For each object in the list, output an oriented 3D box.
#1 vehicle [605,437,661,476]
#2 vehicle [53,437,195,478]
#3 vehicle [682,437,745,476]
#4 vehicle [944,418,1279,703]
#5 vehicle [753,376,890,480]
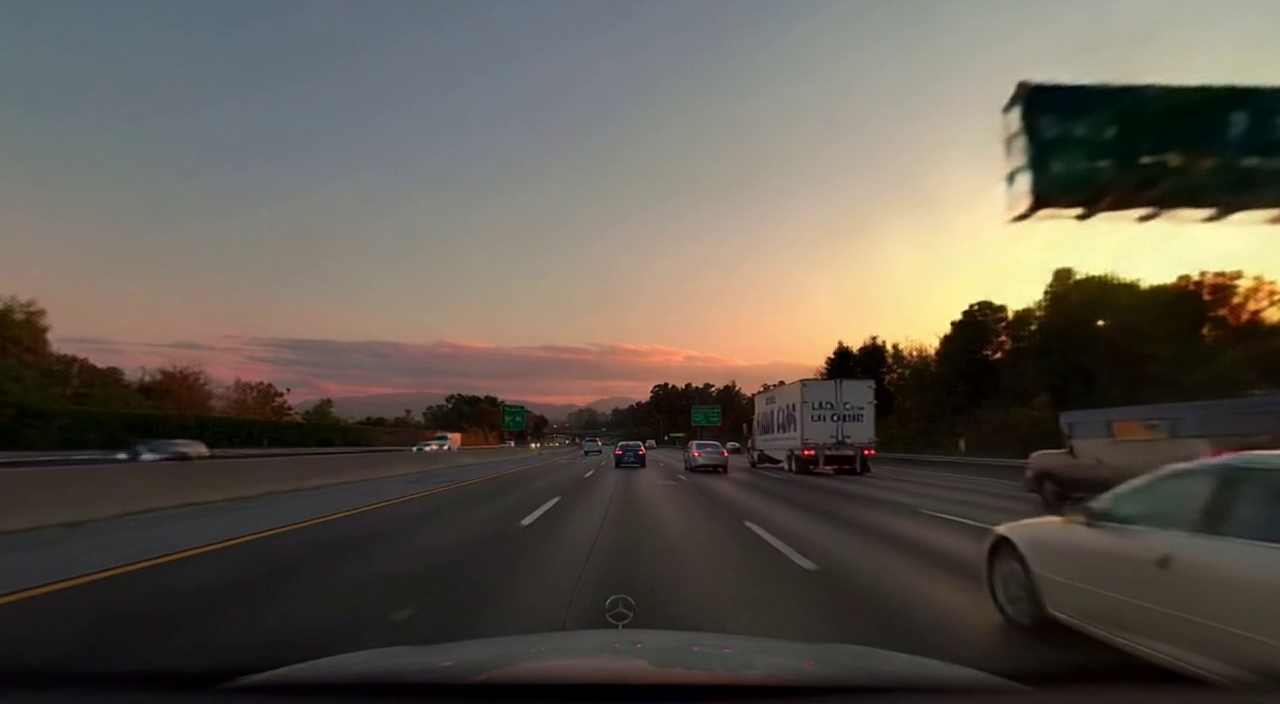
[{"bbox_3d":[-0.320,4.250,25.869,2.098,1.475,3.997,0,-8,-2],"label":"vehicle"},{"bbox_3d":[-20.721,4.238,25.672,1.874,1.496,4.682,0,-9,-1],"label":"vehicle"},{"bbox_3d":[3.070,4.505,27.451,1.993,1.504,4.781,0,-9,-3],"label":"vehicle"},{"bbox_3d":[3.263,0.990,2.503,1.865,1.427,4.448,0,-8,-1],"label":"vehicle"},{"bbox_3d":[7.183,3.320,26.642,2.799,3.655,8.627,0,-9,-3],"label":"vehicle"}]
